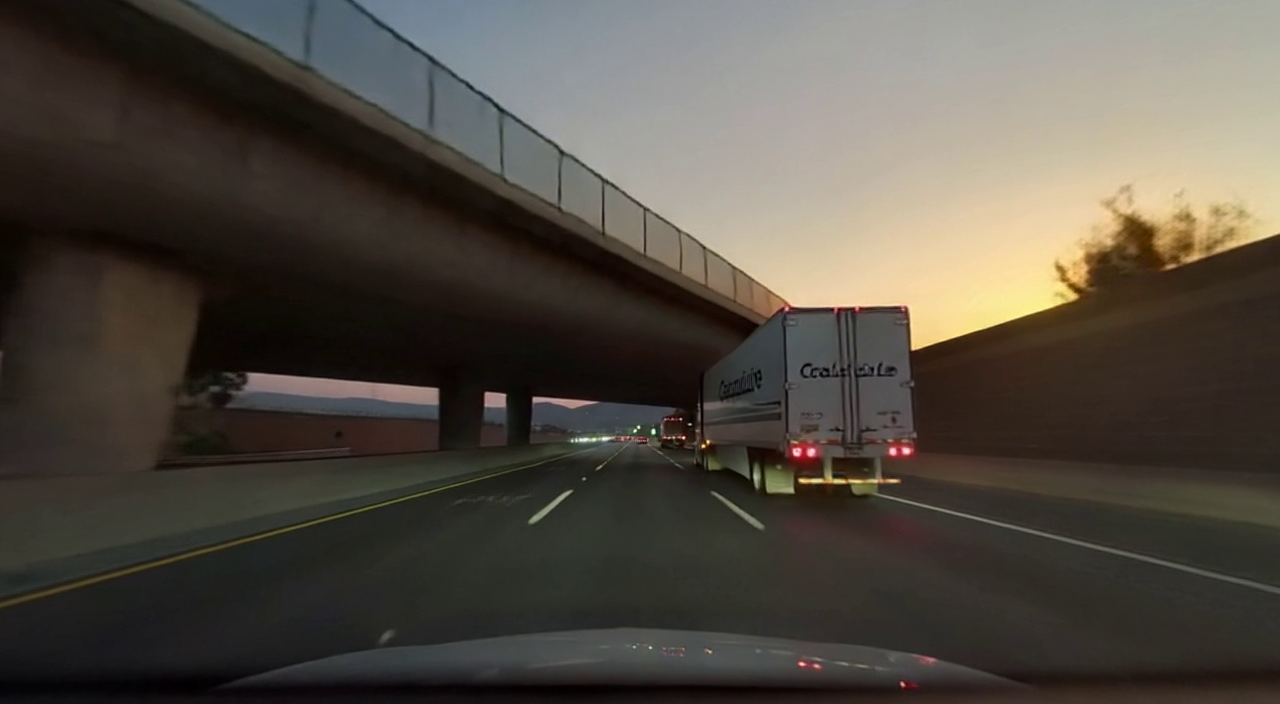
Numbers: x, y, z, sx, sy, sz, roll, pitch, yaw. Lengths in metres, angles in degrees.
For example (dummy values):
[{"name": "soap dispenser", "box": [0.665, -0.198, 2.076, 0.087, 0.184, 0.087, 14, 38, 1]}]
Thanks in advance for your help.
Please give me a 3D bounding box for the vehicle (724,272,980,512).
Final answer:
[{"name": "vehicle", "box": [4.042, 1.239, 14.788, 2.840, 3.947, 8.920, 0, -8, 0]}]
